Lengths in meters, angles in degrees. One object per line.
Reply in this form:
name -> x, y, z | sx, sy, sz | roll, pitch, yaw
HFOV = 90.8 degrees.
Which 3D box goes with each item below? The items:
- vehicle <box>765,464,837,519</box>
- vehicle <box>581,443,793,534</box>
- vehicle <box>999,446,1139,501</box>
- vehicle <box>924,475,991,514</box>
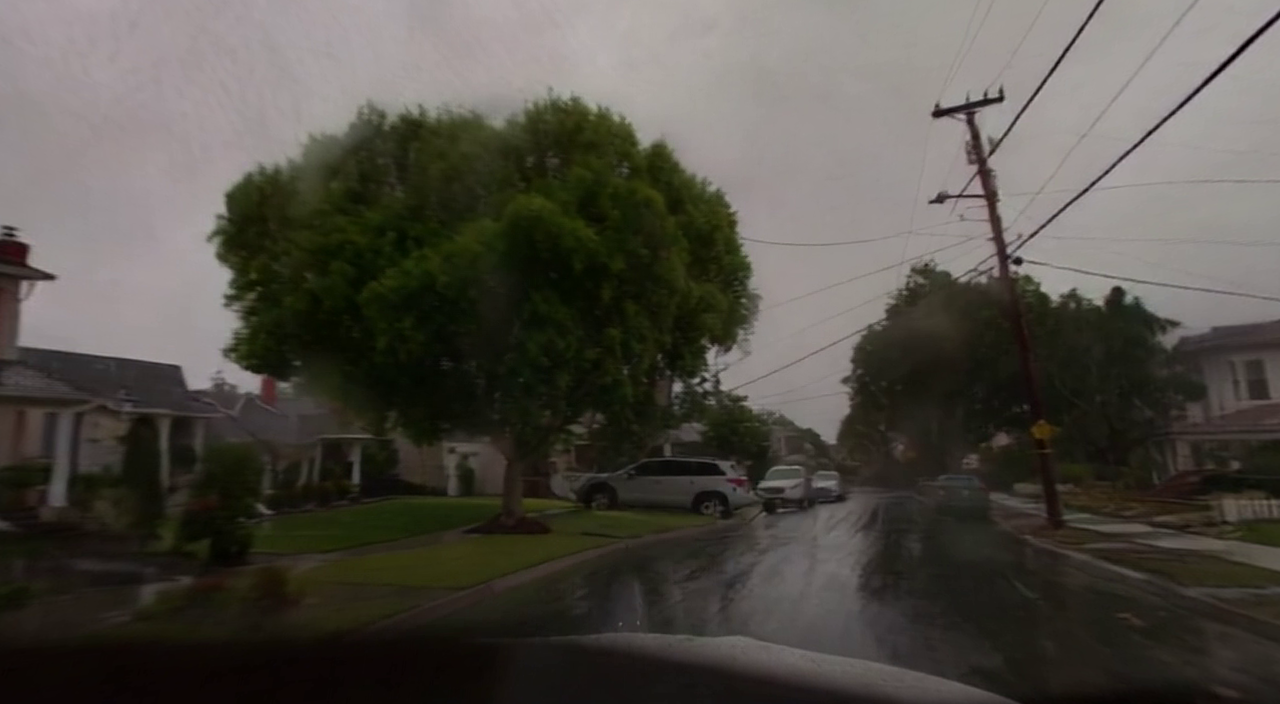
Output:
vehicle -> 5.889, 4.899, 22.697 | 2.081, 1.589, 4.691 | -3, -9, 18
vehicle -> 1.223, 3.211, 15.383 | 4.537, 1.595, 2.471 | 1, -9, 21
vehicle -> 17.303, 4.878, 25.734 | 4.249, 1.905, 1.904 | -3, -5, 19
vehicle -> 16.924, 7.607, 33.696 | 3.005, 1.535, 4.025 | -2, -17, 27
